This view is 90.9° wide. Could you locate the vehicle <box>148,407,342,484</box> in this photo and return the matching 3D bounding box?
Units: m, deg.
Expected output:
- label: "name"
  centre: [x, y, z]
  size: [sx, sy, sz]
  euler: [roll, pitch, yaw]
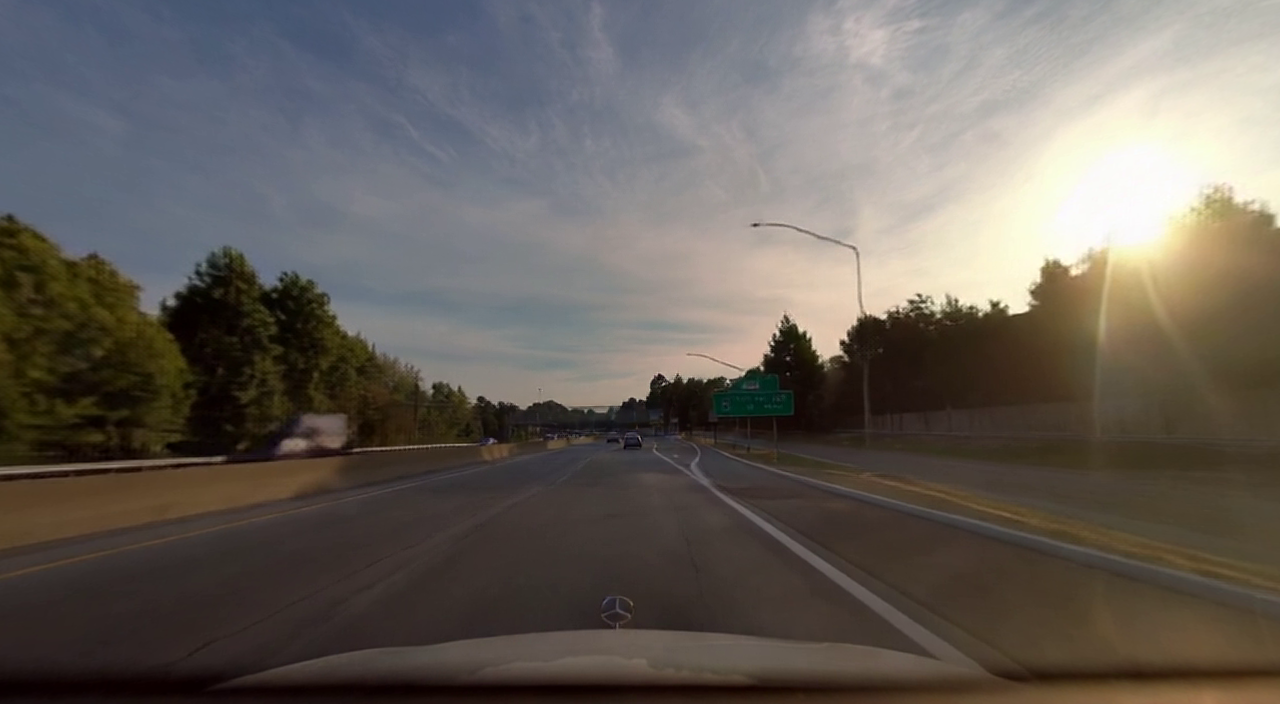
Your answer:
- label: "vehicle"
  centre: [-13.083, 3.165, 21.662]
  size: [2.624, 2.225, 6.259]
  euler: [0, -8, -1]
